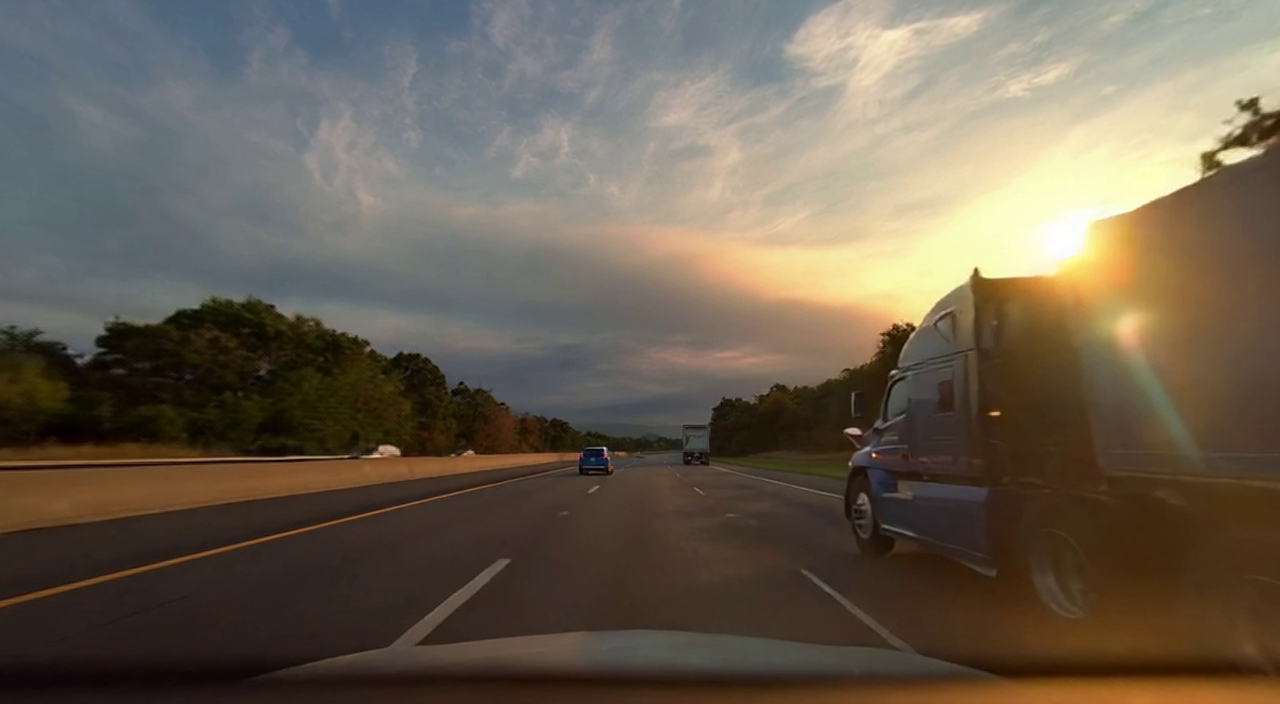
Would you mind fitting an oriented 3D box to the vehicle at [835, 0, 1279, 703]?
[{"bbox_3d":[4.172,0.152,5.284,3.014,3.921,6.052,0,-9,0],"label":"vehicle"}]

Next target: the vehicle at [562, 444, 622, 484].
[{"bbox_3d":[-2.087,5.104,29.066,2.297,1.683,4.385,0,-9,2],"label":"vehicle"}]
